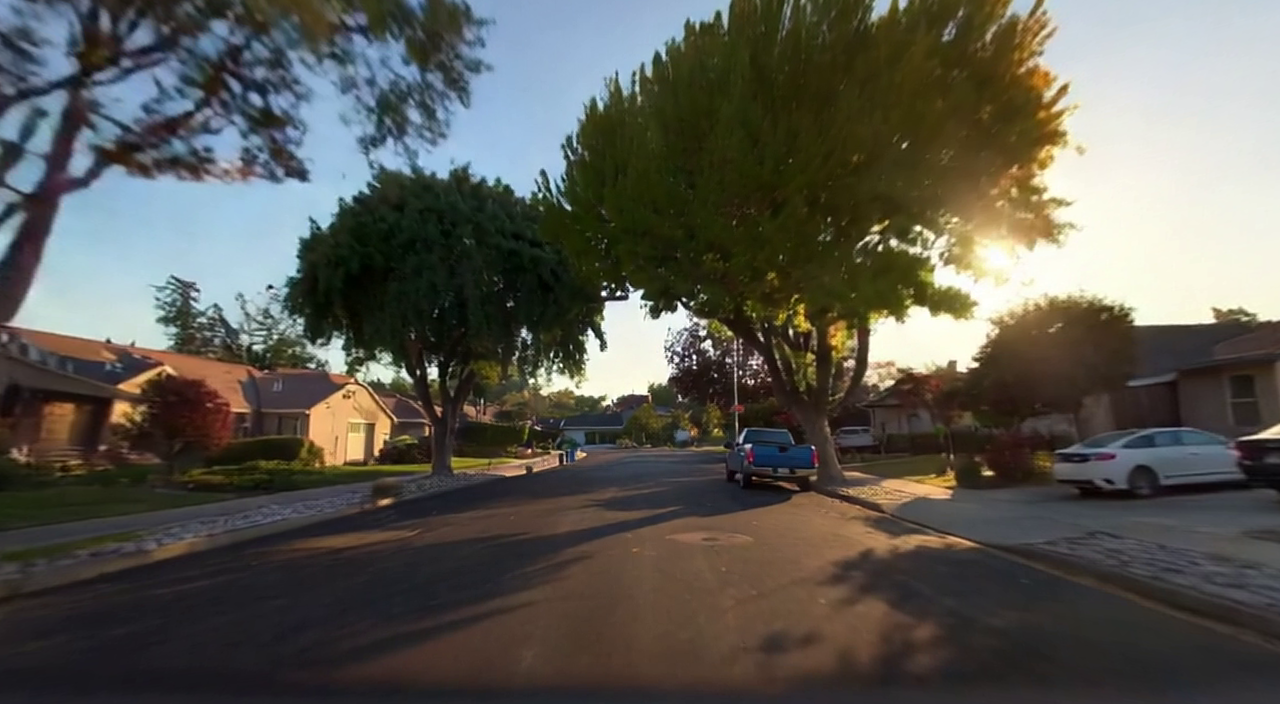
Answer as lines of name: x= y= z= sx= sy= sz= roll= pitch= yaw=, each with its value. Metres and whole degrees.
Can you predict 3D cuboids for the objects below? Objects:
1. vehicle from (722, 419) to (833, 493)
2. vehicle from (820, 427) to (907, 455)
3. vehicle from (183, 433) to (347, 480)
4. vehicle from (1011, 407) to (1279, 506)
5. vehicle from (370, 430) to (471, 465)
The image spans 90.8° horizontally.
vehicle: x=4.076 y=3.239 z=19.975 sx=2.313 sy=1.962 sz=6.029 roll=0 pitch=-8 yaw=2
vehicle: x=13.276 y=5.331 z=37.731 sx=4.486 sy=1.579 sz=1.880 roll=-1 pitch=-9 yaw=4
vehicle: x=-12.418 y=3.478 z=21.121 sx=4.225 sy=1.498 sz=1.917 roll=0 pitch=-8 yaw=2
vehicle: x=10.842 y=2.147 z=13.277 sx=4.622 sy=1.505 sz=2.168 roll=-6 pitch=-8 yaw=1
vehicle: x=-12.015 y=5.267 z=34.803 sx=4.807 sy=1.846 sz=2.024 roll=-1 pitch=-9 yaw=4
